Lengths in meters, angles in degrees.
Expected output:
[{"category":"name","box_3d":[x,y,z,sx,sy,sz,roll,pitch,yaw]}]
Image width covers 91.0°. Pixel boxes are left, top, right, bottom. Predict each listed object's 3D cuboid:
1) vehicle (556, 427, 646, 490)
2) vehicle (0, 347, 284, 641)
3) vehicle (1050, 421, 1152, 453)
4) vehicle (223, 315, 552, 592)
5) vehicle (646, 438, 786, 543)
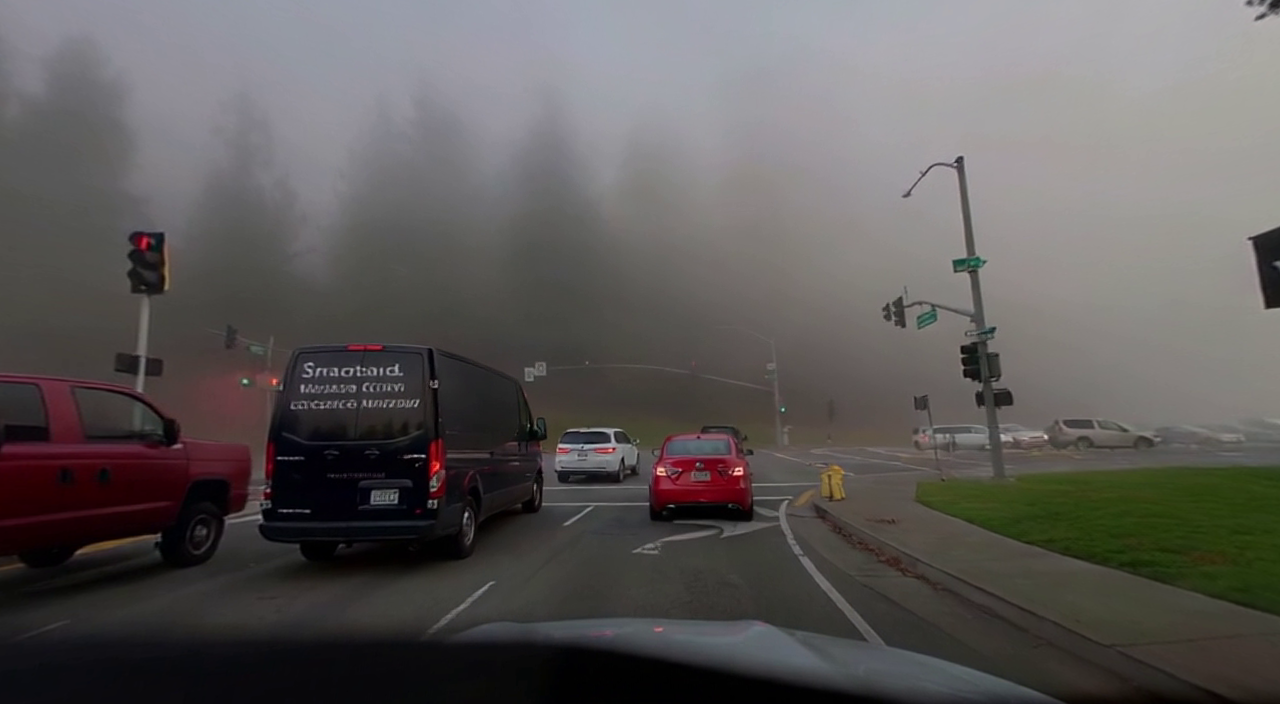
[{"category":"vehicle","box_3d":[-1.182,3.578,21.488,2.130,1.876,4.445,-1,-9,9]},{"category":"vehicle","box_3d":[-6.346,1.352,6.491,2.352,2.333,5.197,0,-8,-2]},{"category":"vehicle","box_3d":[30.352,5.612,41.548,5.084,2.041,2.360,1,-8,-9]},{"category":"vehicle","box_3d":[-3.162,1.497,9.842,2.555,3.035,5.702,0,-8,2]},{"category":"vehicle","box_3d":[1.545,2.710,13.075,2.398,1.773,4.254,-1,-8,7]}]
